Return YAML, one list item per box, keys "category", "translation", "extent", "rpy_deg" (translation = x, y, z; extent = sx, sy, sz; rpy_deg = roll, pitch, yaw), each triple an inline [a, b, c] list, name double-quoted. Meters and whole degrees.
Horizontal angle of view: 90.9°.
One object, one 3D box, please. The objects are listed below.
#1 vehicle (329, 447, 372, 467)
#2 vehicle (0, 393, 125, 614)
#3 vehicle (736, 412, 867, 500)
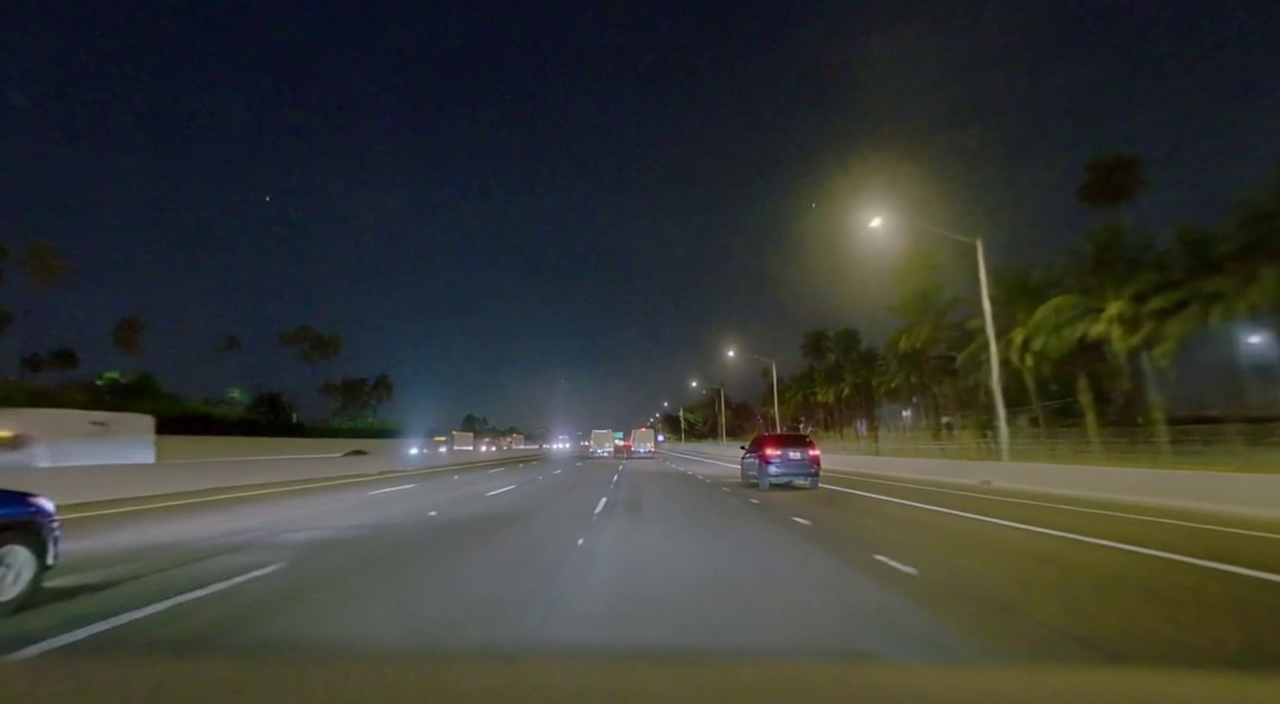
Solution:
- category: "vehicle"
  translation: [-20.875, 7.584, 45.572]
  extent: [1.498, 1.356, 3.330]
  rpy_deg: [0, -8, 1]
- category: "vehicle"
  translation: [-6.322, 1.049, 3.823]
  extent: [2.289, 1.774, 4.871]
  rpy_deg: [0, -8, -1]
- category: "vehicle"
  translation: [4.468, 2.991, 18.507]
  extent: [2.408, 2.210, 4.999]
  rpy_deg: [0, -8, -1]
